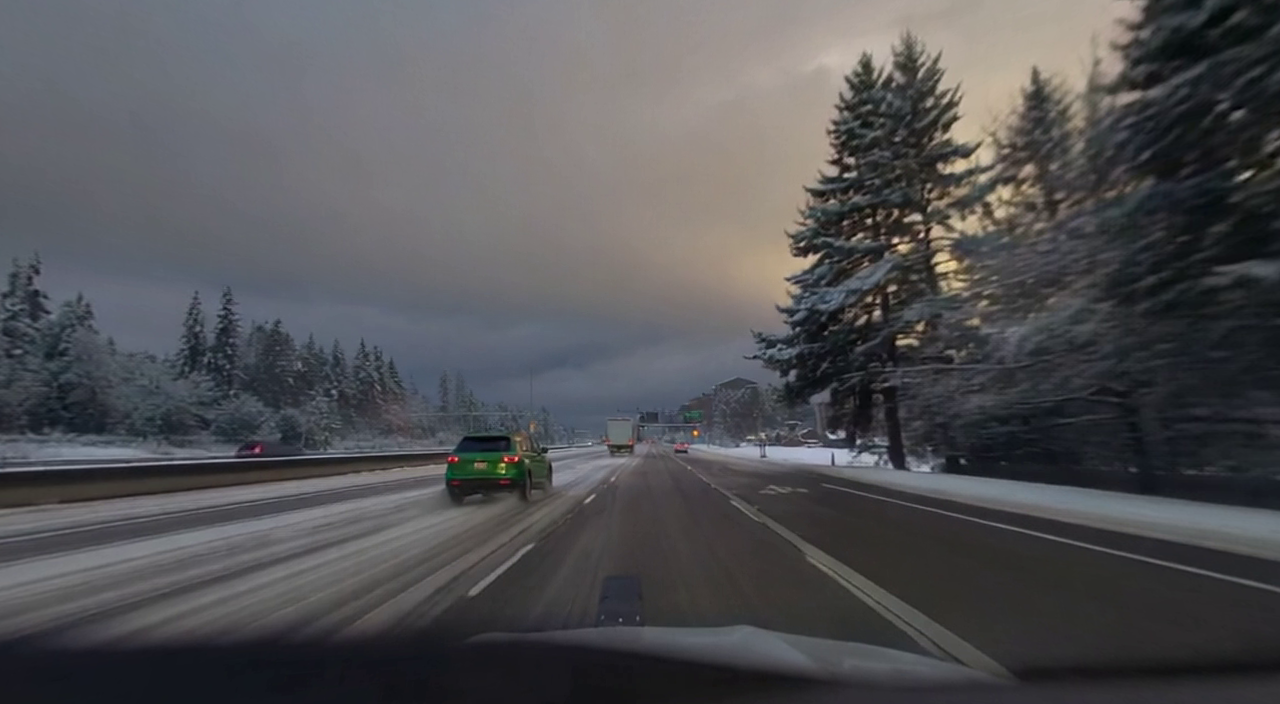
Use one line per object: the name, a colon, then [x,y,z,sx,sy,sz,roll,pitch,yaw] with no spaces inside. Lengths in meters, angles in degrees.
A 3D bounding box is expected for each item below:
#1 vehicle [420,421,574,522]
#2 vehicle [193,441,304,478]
vehicle: [-2.752,2.449,13.346,2.111,1.742,4.315,0,-9,2]
vehicle: [-17.546,4.842,28.540,1.965,1.503,4.579,1,-9,1]
